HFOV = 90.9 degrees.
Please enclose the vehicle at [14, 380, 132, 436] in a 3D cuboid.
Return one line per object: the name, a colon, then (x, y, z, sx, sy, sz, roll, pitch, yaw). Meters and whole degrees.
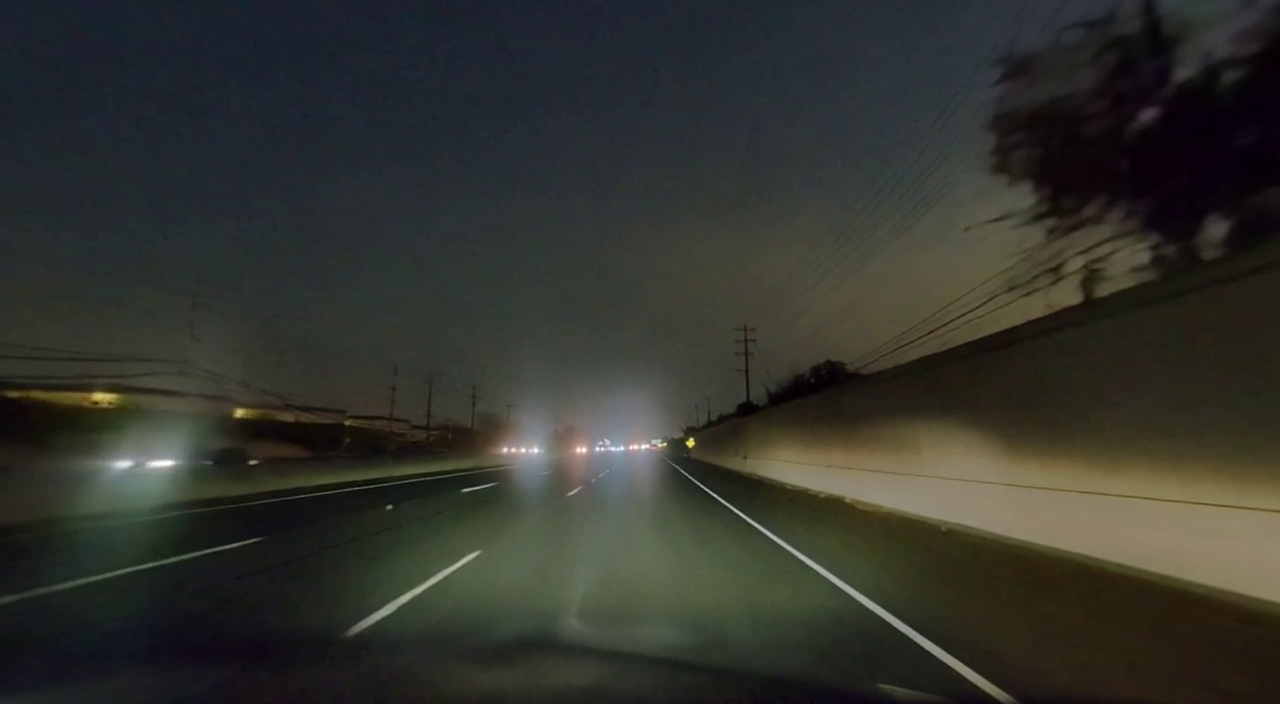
vehicle: (-42.911, 4.387, 47.979, 2.911, 3.814, 6.009, 0, -9, 3)
